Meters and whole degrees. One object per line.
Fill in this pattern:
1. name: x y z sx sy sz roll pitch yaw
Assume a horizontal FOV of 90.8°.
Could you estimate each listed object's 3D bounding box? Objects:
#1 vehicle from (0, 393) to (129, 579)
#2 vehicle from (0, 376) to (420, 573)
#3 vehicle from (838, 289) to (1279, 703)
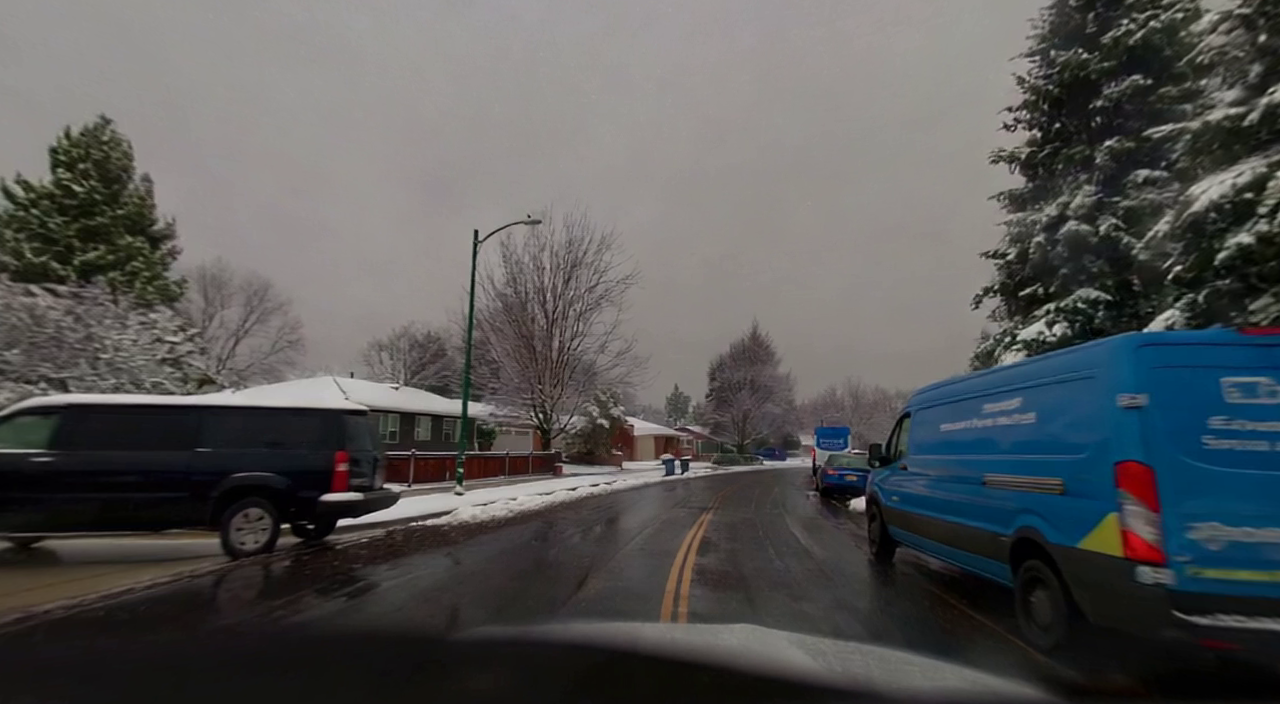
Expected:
1. vehicle: -7.973 1.307 6.242 4.021 1.717 2.083 0 -9 2
2. vehicle: -6.728 1.519 8.744 6.291 2.113 2.673 1 -7 5
3. vehicle: 3.805 1.206 5.338 2.748 2.031 6.288 -1 -9 5
